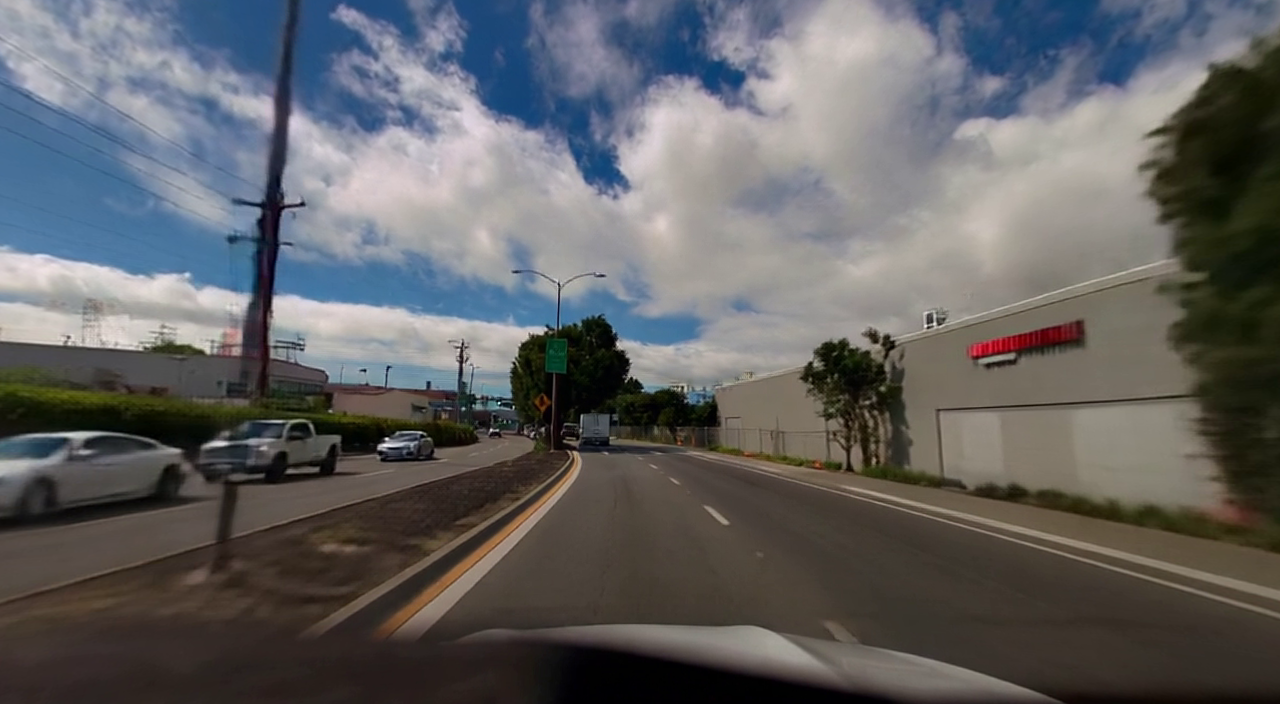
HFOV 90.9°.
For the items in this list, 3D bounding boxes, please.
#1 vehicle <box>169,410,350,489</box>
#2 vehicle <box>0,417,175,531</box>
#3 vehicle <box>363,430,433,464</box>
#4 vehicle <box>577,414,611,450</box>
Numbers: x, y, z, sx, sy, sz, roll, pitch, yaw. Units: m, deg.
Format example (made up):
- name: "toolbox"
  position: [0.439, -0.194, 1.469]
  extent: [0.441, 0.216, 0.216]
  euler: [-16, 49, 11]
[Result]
- name: "vehicle"
  position: [-10.587, 2.747, 18.182]
  extent: [2.198, 1.916, 5.296]
  euler: [1, -8, -4]
- name: "vehicle"
  position: [-10.114, 1.916, 10.345]
  extent: [1.926, 1.610, 4.079]
  euler: [0, -8, -2]
- name: "vehicle"
  position: [-11.386, 4.483, 29.914]
  extent: [1.897, 1.515, 3.986]
  euler: [1, -8, -3]
- name: "vehicle"
  position: [-3.697, 6.311, 49.591]
  extent: [2.276, 2.706, 5.232]
  euler: [1, -8, -9]
